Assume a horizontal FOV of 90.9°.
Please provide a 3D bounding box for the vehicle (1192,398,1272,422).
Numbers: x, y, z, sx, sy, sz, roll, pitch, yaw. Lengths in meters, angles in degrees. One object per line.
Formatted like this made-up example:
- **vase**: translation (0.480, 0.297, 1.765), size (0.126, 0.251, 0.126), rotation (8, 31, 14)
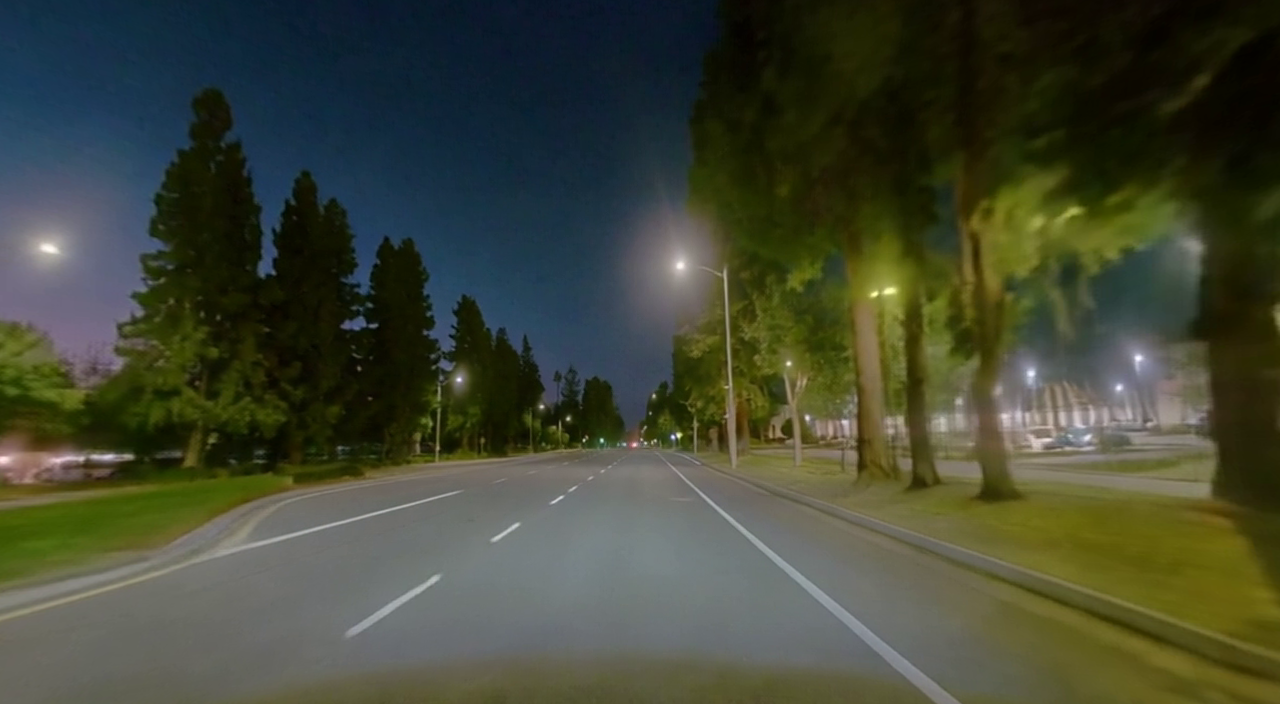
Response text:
- **vehicle**: translation (40.352, 4.003, 43.089), size (1.789, 1.499, 3.777), rotation (-1, -8, 1)
